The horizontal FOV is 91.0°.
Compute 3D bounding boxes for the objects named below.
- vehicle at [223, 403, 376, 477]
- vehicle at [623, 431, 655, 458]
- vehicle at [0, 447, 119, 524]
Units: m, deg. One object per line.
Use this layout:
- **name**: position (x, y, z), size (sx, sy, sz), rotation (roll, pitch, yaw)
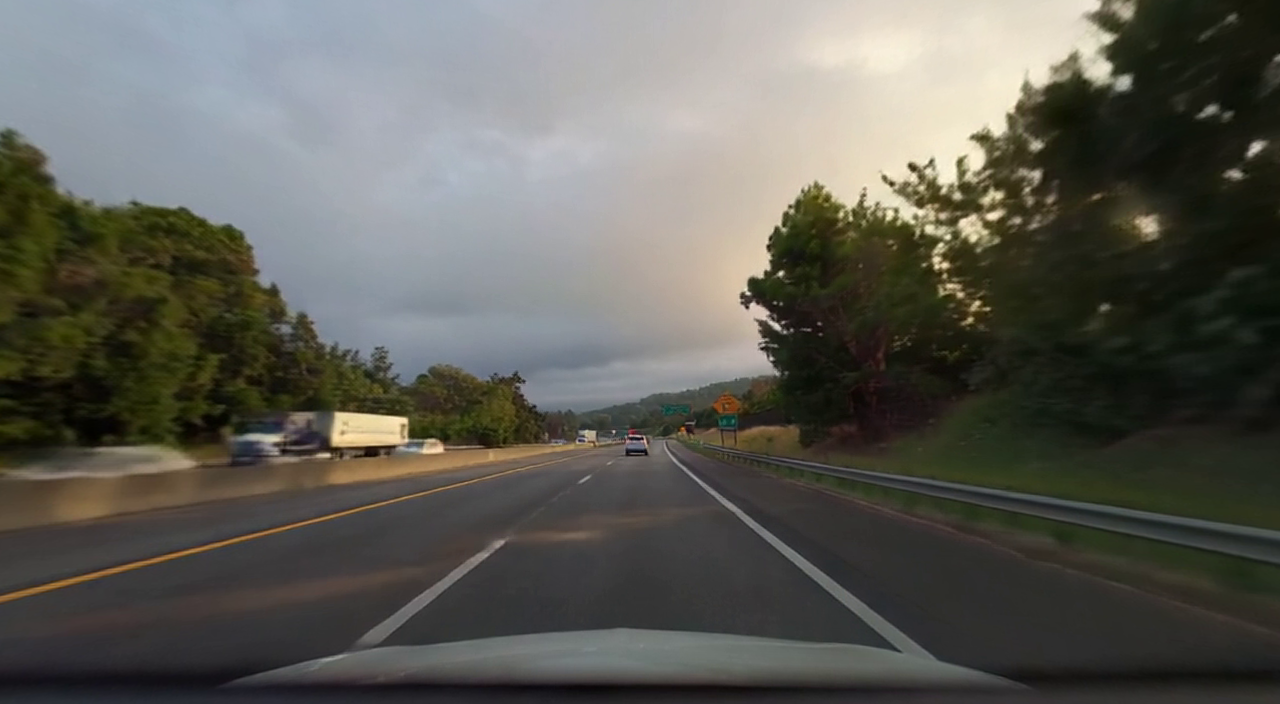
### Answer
- **vehicle**: position (-17.073, 4.537, 32.530), size (2.891, 3.300, 8.602), rotation (-1, -8, 2)
- **vehicle**: position (-0.070, 6.603, 44.960), size (2.188, 1.825, 4.282), rotation (0, -8, 0)
- **vehicle**: position (-13.402, 2.705, 12.826), size (1.931, 1.456, 4.160), rotation (0, -8, 1)
